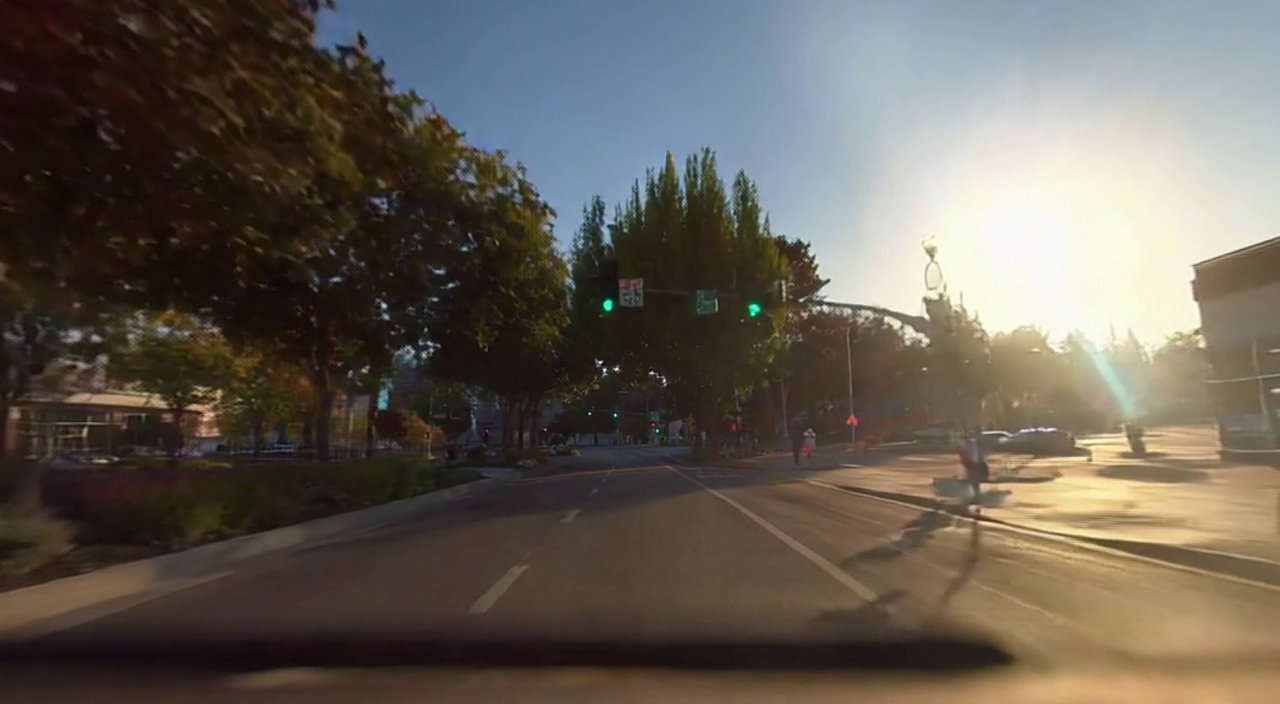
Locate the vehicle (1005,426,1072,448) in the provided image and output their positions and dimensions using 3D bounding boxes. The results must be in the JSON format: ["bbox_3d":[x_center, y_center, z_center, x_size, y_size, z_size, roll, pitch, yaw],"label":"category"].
[{"bbox_3d":[31.578,6.737,49.945,4.051,1.611,1.944,1,-8,-2],"label":"vehicle"}]
